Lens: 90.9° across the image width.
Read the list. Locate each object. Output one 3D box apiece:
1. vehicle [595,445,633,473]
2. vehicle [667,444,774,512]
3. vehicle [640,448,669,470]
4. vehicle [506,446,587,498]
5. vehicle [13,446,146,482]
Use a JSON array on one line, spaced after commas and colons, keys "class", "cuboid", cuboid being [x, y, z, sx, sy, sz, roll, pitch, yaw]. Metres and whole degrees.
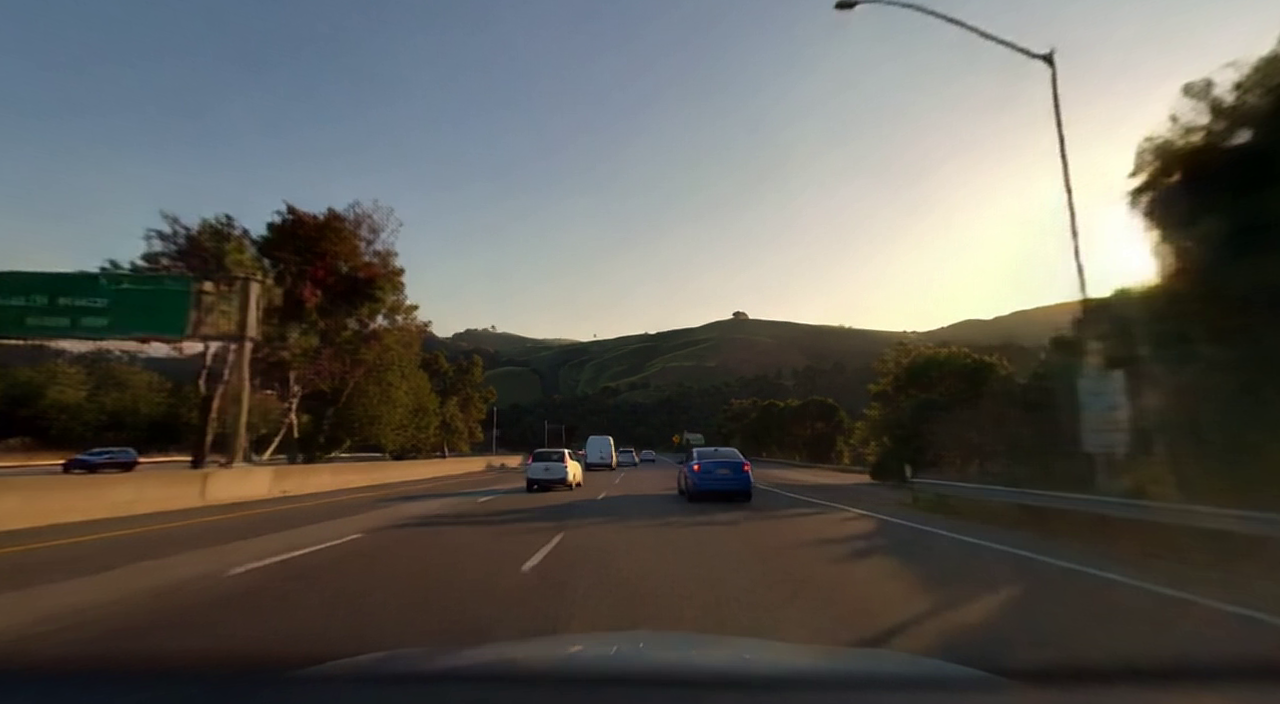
[{"class": "vehicle", "cuboid": [-1.655, 6.660, 39.470, 2.270, 1.660, 4.101, 0, -8, -3]}, {"class": "vehicle", "cuboid": [1.886, 3.129, 16.268, 2.050, 1.491, 4.362, 0, -8, -2]}, {"class": "vehicle", "cuboid": [1.062, 7.985, 47.139, 2.054, 1.504, 3.890, 0, -8, 0]}, {"class": "vehicle", "cuboid": [-2.958, 3.902, 20.974, 1.990, 1.501, 4.250, 0, -8, 1]}, {"class": "vehicle", "cuboid": [-34.050, 6.797, 38.663, 2.295, 2.002, 6.355, 0, -8, 0]}]
